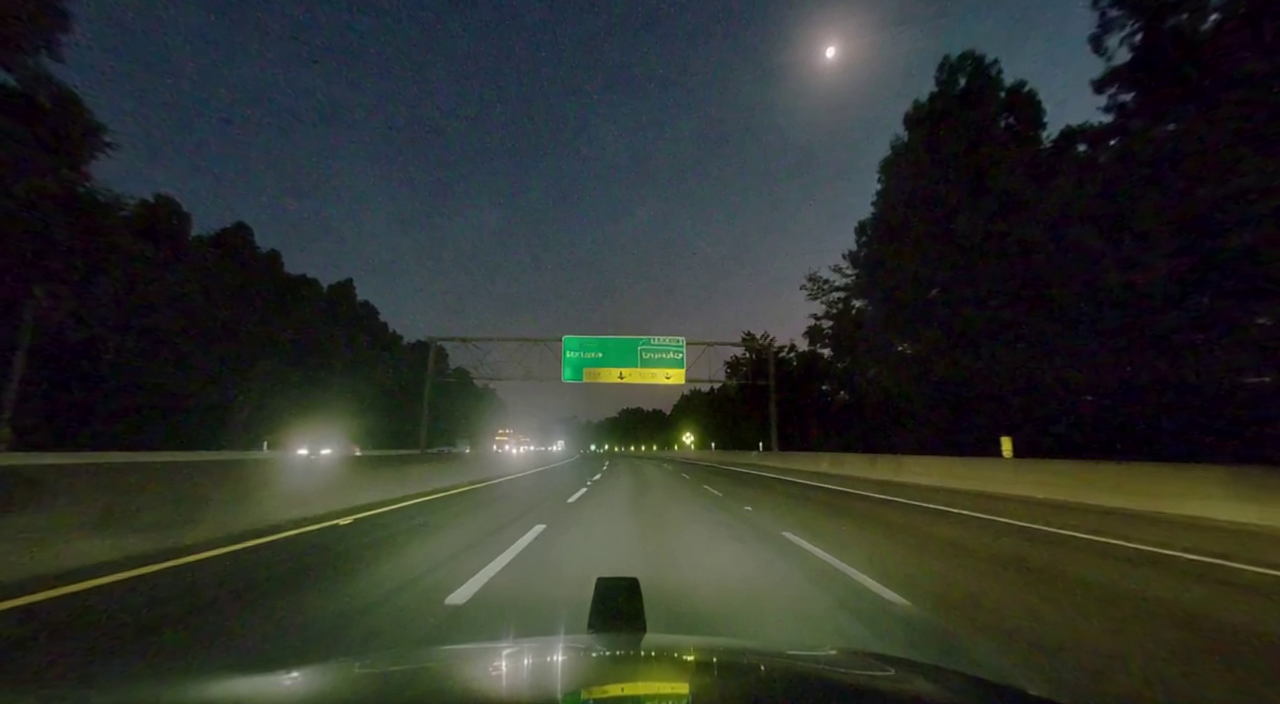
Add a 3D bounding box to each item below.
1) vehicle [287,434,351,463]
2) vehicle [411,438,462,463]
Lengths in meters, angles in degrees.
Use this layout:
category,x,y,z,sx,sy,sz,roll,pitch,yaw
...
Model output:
category,x,y,z,sx,sy,sz,roll,pitch,yaw
vehicle,-20.743,6.271,40.962,2.009,1.725,4.195,0,-9,-2
vehicle,-13.096,6.395,40.822,1.949,1.501,4.455,0,-9,-1
